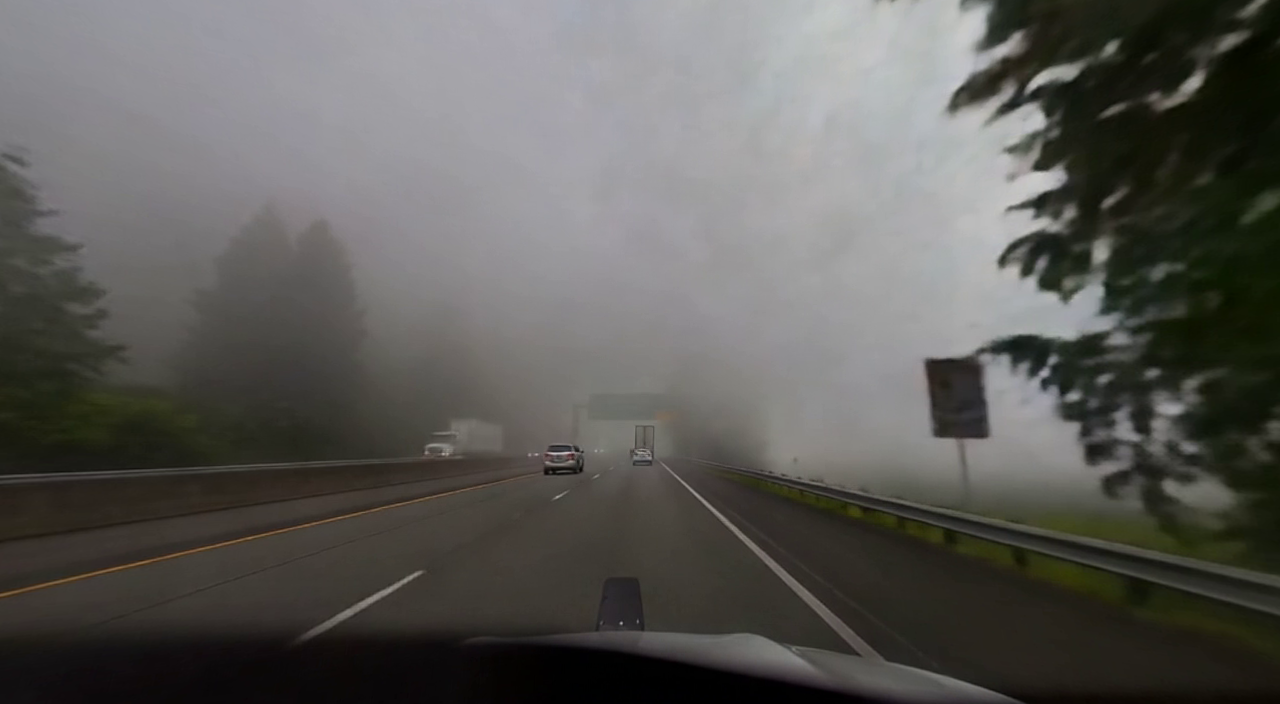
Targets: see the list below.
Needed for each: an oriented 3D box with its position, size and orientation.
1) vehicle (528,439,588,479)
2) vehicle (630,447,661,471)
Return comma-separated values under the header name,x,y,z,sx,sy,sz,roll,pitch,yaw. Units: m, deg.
name,x,y,z,sx,sy,sz,roll,pitch,yaw
vehicle,-3.753,4.996,29.703,2.097,1.722,4.808,0,-9,1
vehicle,0.338,6.858,40.553,1.853,1.436,3.438,0,-9,0
